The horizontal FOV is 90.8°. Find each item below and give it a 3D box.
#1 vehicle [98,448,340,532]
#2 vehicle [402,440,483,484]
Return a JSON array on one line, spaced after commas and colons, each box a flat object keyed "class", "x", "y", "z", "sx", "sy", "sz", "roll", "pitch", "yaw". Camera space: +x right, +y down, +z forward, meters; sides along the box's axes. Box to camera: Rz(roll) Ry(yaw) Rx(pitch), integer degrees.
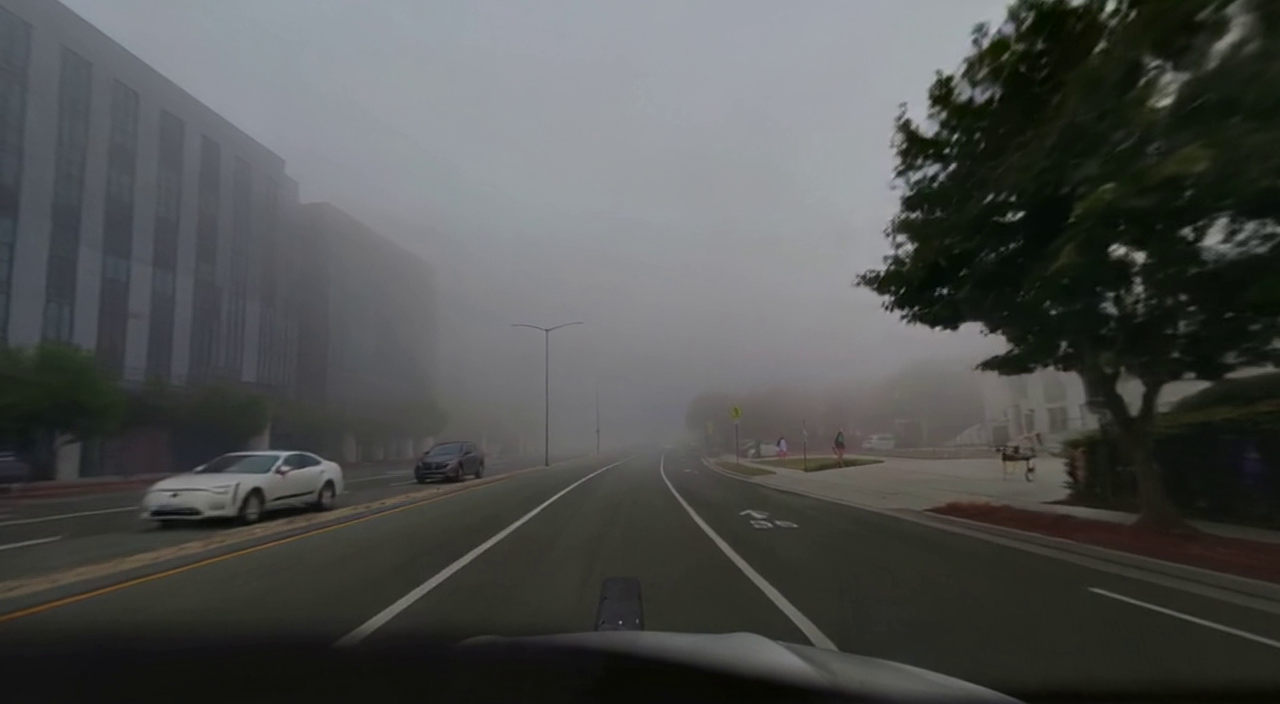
[{"class": "vehicle", "x": -8.687, "y": 2.835, "z": 13.734, "sx": 1.983, "sy": 1.486, "sz": 4.707, "roll": 0, "pitch": -8, "yaw": 0}, {"class": "vehicle", "x": -8.521, "y": 4.783, "z": 27.755, "sx": 1.988, "sy": 1.755, "sz": 4.568, "roll": 0, "pitch": -9, "yaw": 1}]
